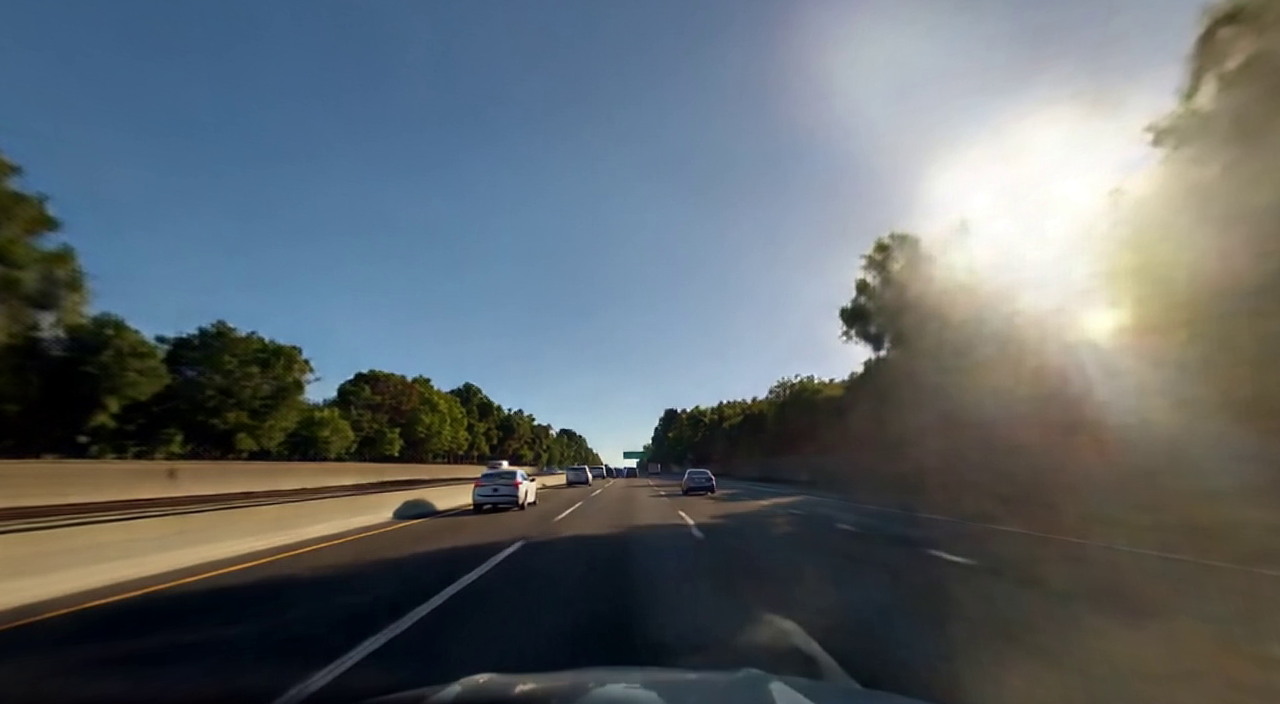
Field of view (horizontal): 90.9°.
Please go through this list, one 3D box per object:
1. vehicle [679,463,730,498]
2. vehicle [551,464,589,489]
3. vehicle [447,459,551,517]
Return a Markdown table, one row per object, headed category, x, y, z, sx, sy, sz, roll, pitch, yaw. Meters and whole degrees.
| category | x | y | z | sx | sy | sz | roll | pitch | yaw |
| --- | --- | --- | --- | --- | --- | --- | --- | --- | --- |
| vehicle | 3.085 | 6.255 | 30.855 | 1.981 | 1.516 | 4.109 | 1 | -10 | -1 |
| vehicle | -4.487 | 8.066 | 40.990 | 2.000 | 1.484 | 3.995 | 1 | -11 | 0 |
| vehicle | -4.059 | 4.037 | 19.040 | 2.004 | 1.468 | 4.812 | 1 | -11 | 0 |
